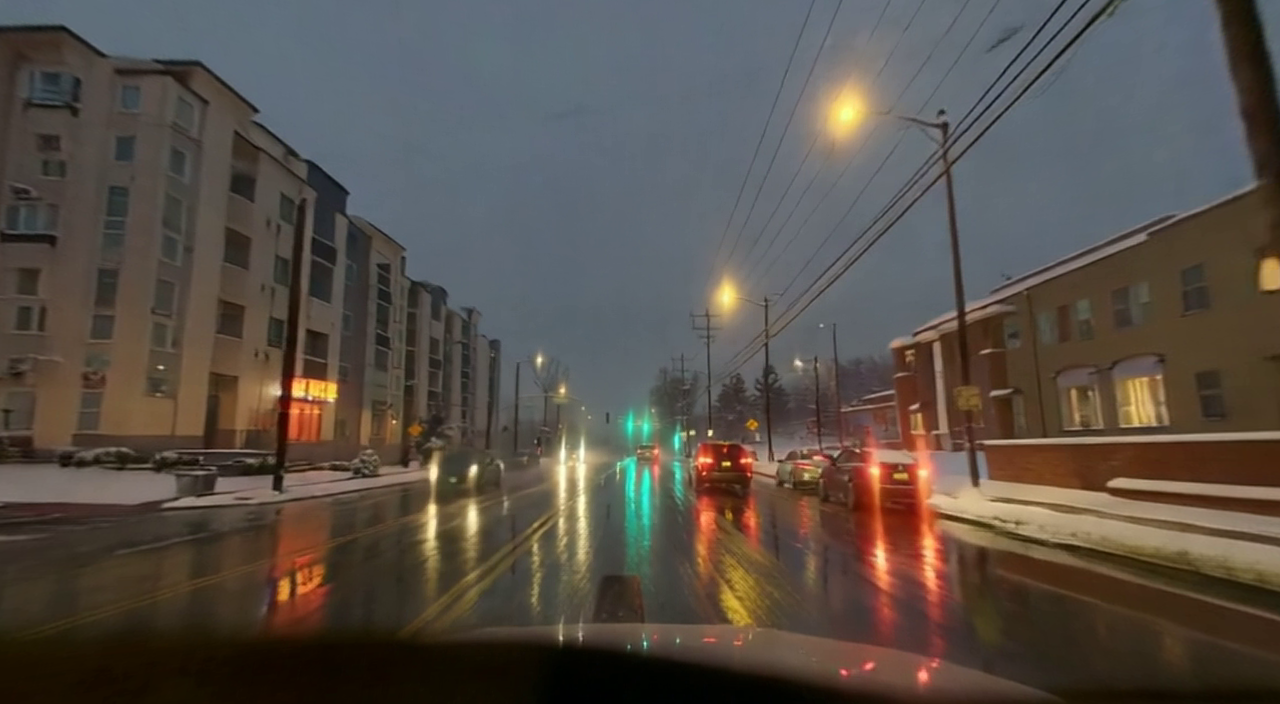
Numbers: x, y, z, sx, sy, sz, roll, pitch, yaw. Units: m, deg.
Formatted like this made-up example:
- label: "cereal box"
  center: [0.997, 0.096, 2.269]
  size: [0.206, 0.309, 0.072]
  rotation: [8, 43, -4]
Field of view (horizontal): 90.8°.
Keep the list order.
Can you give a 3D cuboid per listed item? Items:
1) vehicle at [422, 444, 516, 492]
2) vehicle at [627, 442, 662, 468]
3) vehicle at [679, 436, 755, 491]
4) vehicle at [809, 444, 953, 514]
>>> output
- label: "vehicle"
  center: [-5.832, 3.974, 22.155]
  size: [2.033, 1.495, 4.216]
  rotation: [0, -8, 1]
- label: "vehicle"
  center: [0.310, 6.293, 38.708]
  size: [1.999, 1.487, 3.939]
  rotation: [0, -8, 1]
- label: "vehicle"
  center: [2.491, 3.728, 21.534]
  size: [1.945, 1.647, 4.160]
  rotation: [0, -8, -2]
- label: "vehicle"
  center: [5.886, 3.112, 16.109]
  size: [1.914, 1.513, 4.474]
  rotation: [0, -8, 1]
